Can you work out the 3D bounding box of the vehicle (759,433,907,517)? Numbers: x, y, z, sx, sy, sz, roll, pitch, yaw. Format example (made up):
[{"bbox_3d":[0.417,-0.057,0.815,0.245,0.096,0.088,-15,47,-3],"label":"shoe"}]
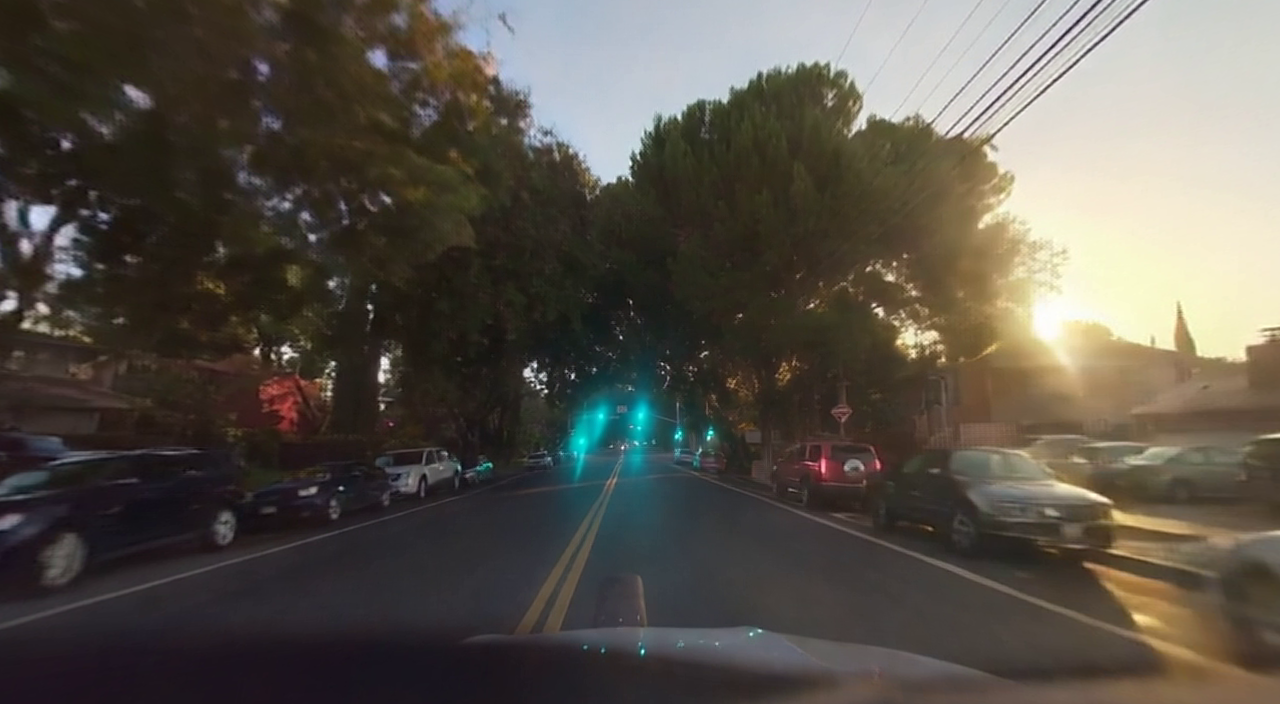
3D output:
[{"bbox_3d":[4.413,2.878,15.338,1.992,1.703,4.503,1,-9,-3],"label":"vehicle"}]

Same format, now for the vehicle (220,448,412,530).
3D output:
[{"bbox_3d":[-6.709,2.841,13.787,1.811,1.454,4.610,0,-9,-1],"label":"vehicle"}]

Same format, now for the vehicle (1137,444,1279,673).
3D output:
[{"bbox_3d":[4.941,1.139,2.885,1.798,1.432,4.330,0,-9,0],"label":"vehicle"}]

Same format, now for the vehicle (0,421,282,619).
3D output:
[{"bbox_3d":[-6.661,1.821,7.870,1.904,1.727,4.530,1,-9,-3],"label":"vehicle"}]

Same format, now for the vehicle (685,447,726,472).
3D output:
[{"bbox_3d":[4.152,6.922,40.948,1.955,1.536,4.395,1,-9,-3],"label":"vehicle"}]

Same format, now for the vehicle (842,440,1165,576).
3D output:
[{"bbox_3d":[4.827,2.092,9.433,1.830,1.477,4.684,1,-9,-3],"label":"vehicle"}]

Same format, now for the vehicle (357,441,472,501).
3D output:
[{"bbox_3d":[-7.035,3.737,20.276,2.092,1.706,4.356,0,-9,0],"label":"vehicle"}]
